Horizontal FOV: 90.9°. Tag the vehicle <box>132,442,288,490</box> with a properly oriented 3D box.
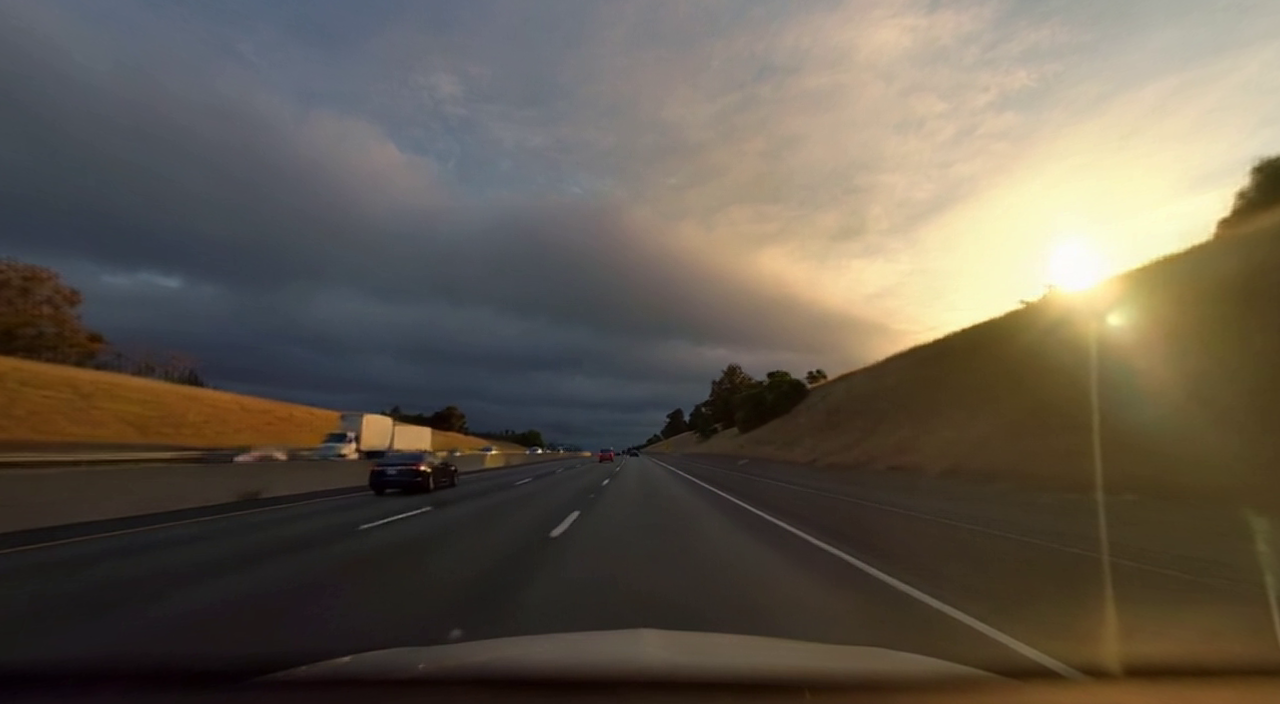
[{"bbox_3d":[-14.921,3.973,22.305,2.236,1.495,4.689,0,-9,0],"label":"vehicle"}]

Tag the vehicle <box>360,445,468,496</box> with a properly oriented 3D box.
[{"bbox_3d":[-7.255,3.828,20.731,1.966,1.476,4.240,0,-9,0],"label":"vehicle"}]
